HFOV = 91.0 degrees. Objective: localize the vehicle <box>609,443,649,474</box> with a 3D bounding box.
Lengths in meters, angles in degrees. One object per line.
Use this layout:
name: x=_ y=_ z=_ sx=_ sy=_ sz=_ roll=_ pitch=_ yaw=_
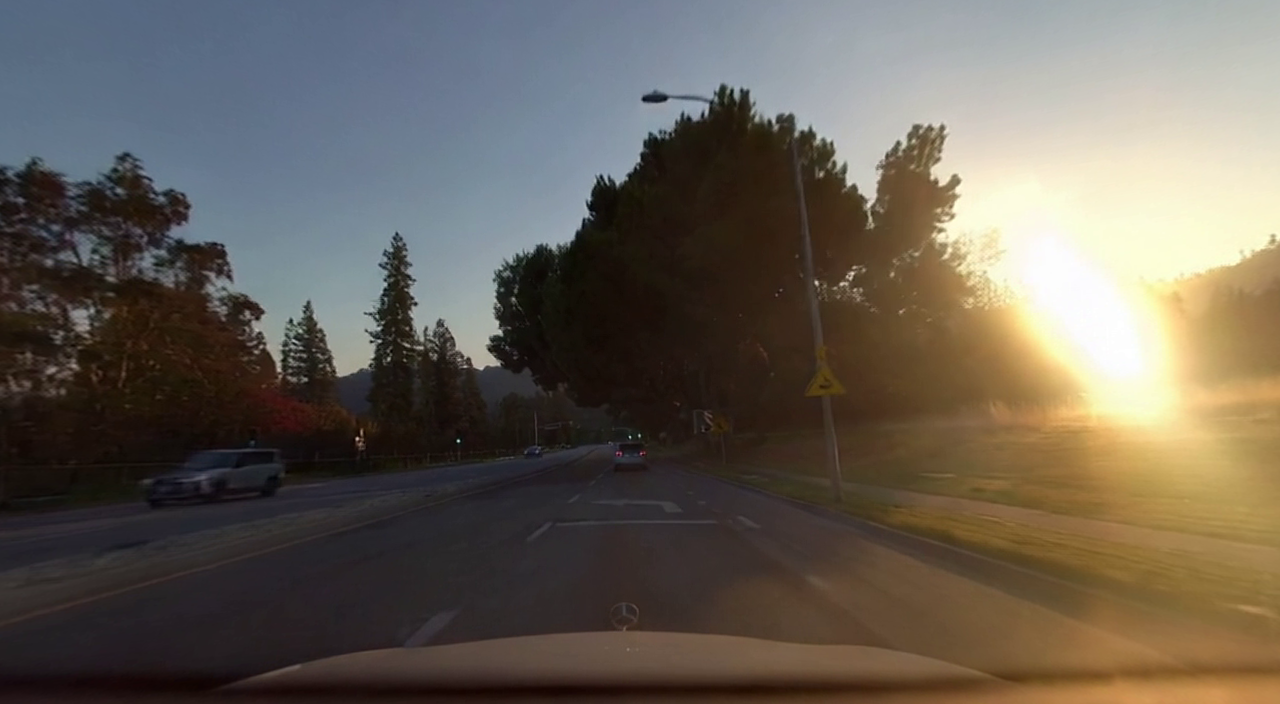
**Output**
vehicle: x=-0.584 y=5.502 z=32.741 sx=1.954 sy=1.469 sz=3.465 roll=0 pitch=-8 yaw=-1
